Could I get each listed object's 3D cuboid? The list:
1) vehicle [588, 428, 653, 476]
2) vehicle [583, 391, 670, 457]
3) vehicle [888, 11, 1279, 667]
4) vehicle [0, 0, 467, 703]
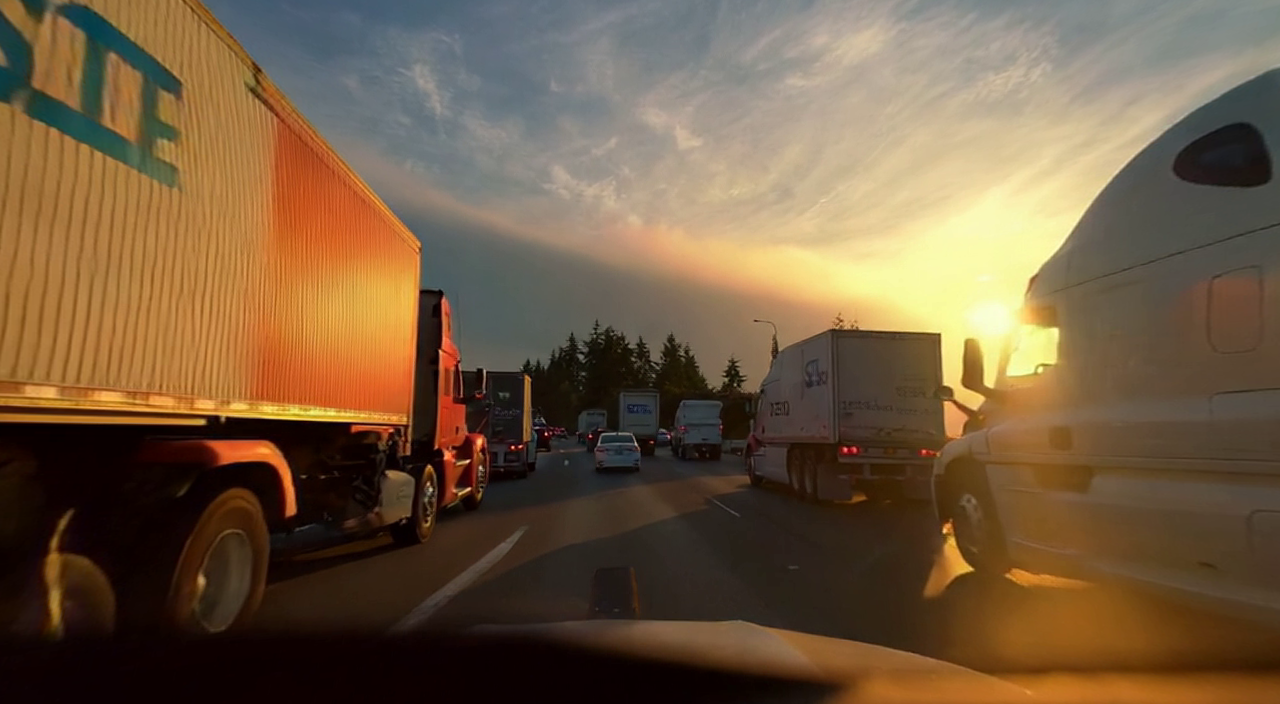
[{"bbox_3d":[-0.826,3.557,22.803,2.060,1.540,4.374,1,-8,-6],"label":"vehicle"},{"bbox_3d":[-1.416,5.394,46.161,2.899,4.112,13.912,2,-8,-16],"label":"vehicle"},{"bbox_3d":[5.222,-0.022,4.563,2.992,3.986,5.841,3,-8,-22],"label":"vehicle"},{"bbox_3d":[-3.800,0.090,4.657,2.822,3.788,8.799,0,-8,-2],"label":"vehicle"}]
